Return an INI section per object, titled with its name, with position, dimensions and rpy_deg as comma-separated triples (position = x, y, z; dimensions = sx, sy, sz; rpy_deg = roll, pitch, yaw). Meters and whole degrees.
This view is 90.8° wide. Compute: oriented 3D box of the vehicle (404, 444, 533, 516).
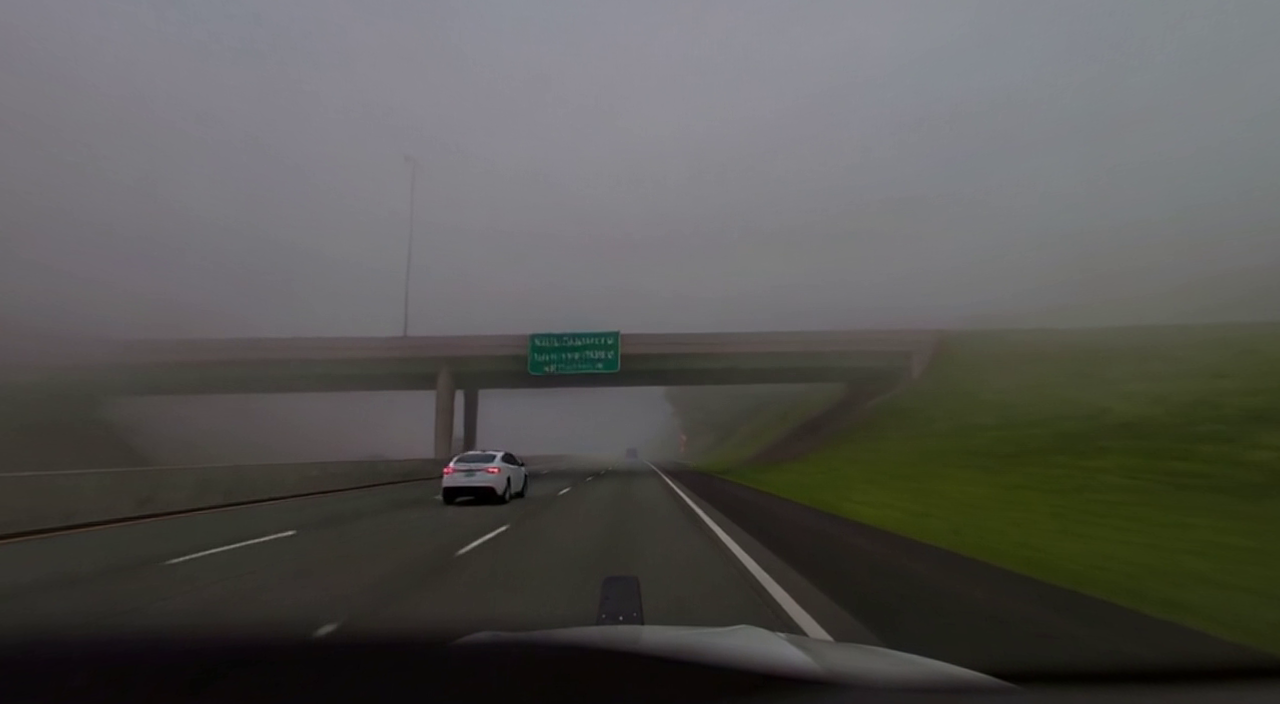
[vehicle]
position = -3.992, 3.048, 15.502
dimensions = 1.992, 1.504, 4.117
rpy_deg = 0, -9, 0
